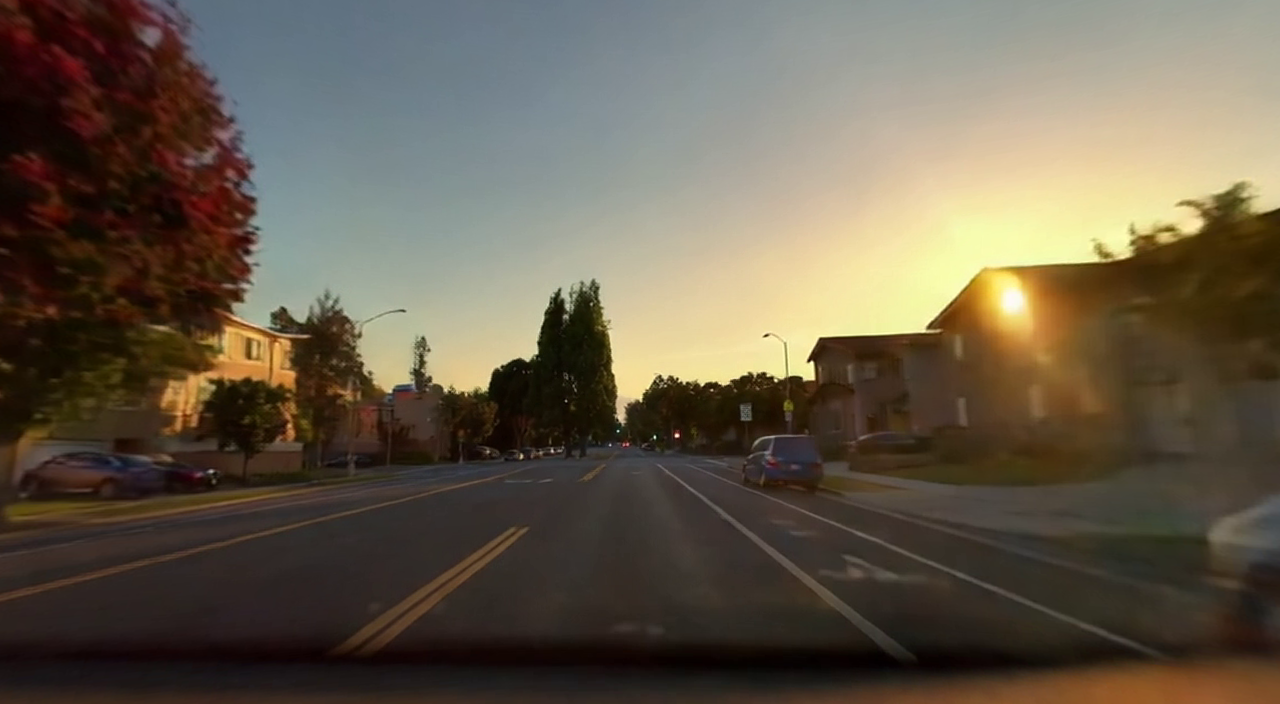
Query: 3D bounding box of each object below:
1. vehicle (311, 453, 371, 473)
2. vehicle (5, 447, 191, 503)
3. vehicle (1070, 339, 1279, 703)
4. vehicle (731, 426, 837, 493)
[{"bbox_3d":[-22.892,8.529,48.445,3.687,1.465,1.855,0,-8,-2],"label":"vehicle"},{"bbox_3d":[-18.424,4.181,21.684,4.397,1.768,1.956,1,-8,-4],"label":"vehicle"},{"bbox_3d":[4.551,0.720,1.929,2.254,1.968,5.838,0,-8,-1],"label":"vehicle"},{"bbox_3d":[4.371,3.353,20.060,2.052,1.859,4.778,1,-8,-2],"label":"vehicle"}]
